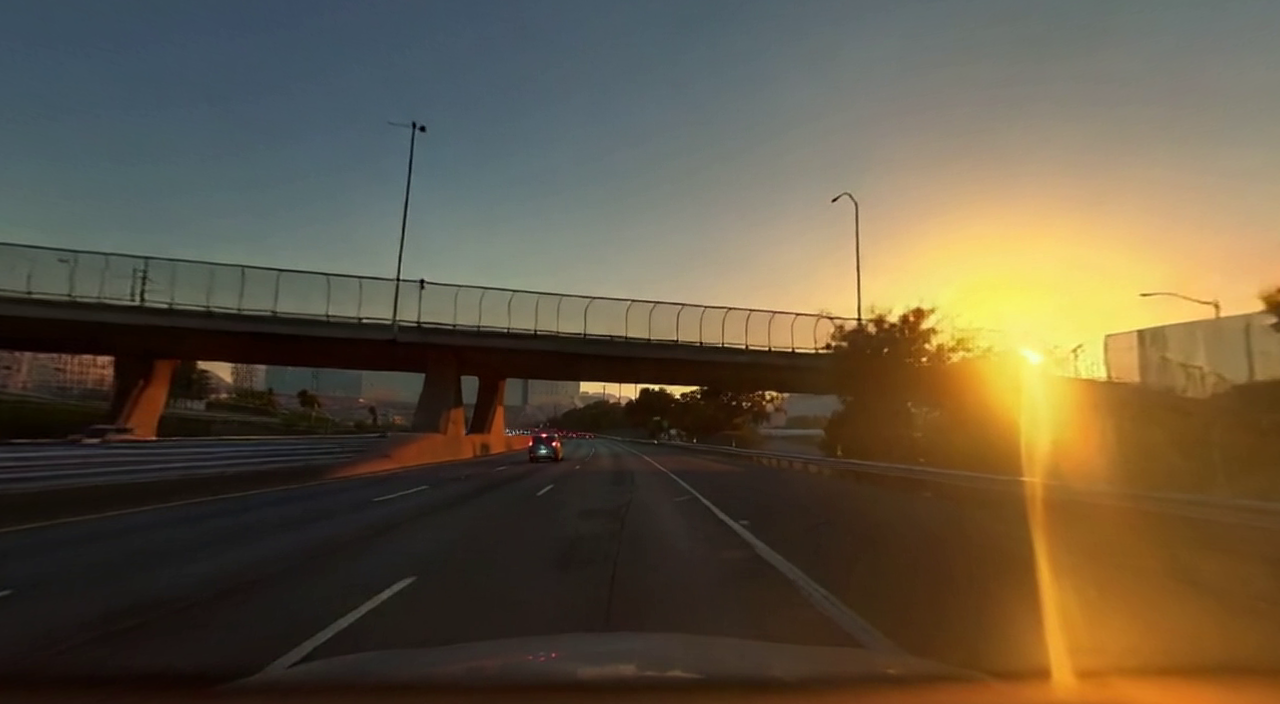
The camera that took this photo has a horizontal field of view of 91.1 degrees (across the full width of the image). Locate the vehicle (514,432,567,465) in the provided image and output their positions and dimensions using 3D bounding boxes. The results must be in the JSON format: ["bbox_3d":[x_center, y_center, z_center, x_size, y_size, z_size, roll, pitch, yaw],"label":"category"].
[{"bbox_3d":[-5.146,5.030,33.049,2.123,1.601,4.887,0,-8,-2],"label":"vehicle"}]
